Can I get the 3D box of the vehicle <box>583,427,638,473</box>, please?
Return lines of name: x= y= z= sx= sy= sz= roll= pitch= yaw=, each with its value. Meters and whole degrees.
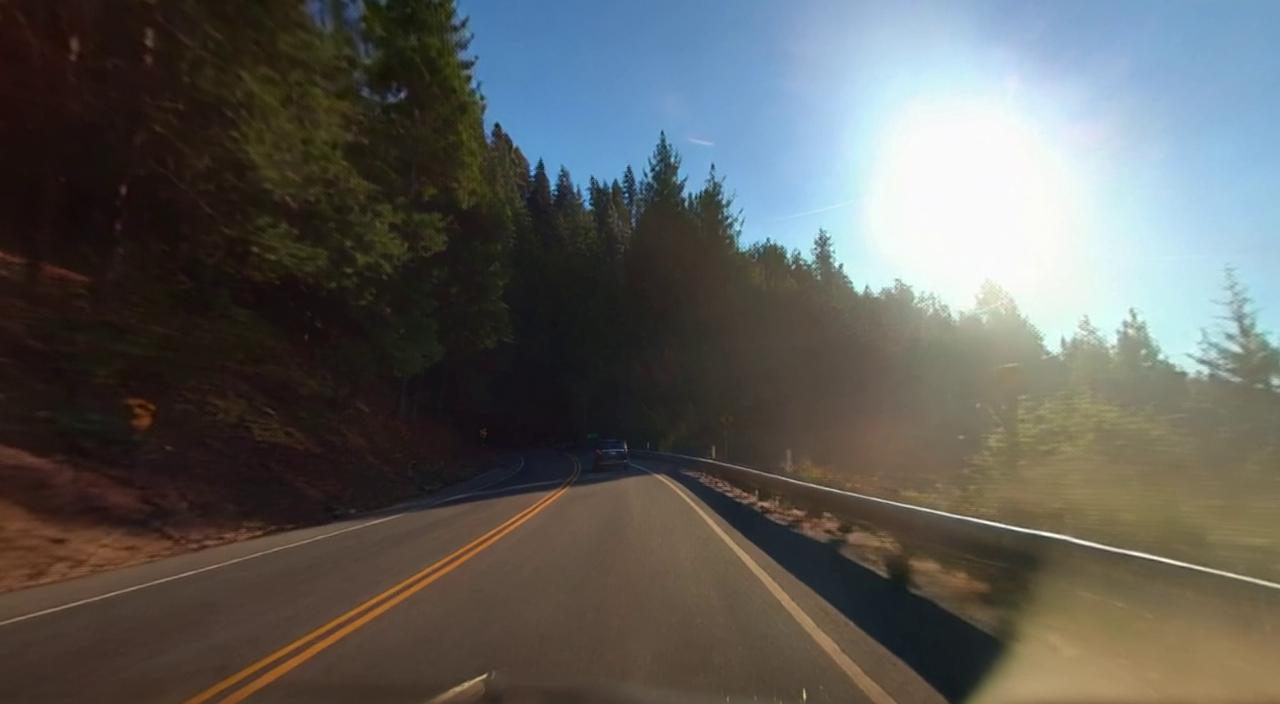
vehicle: x=-1.576 y=4.827 z=31.298 sx=2.469 sy=1.953 sz=5.605 roll=-1 pitch=-8 yaw=-5
